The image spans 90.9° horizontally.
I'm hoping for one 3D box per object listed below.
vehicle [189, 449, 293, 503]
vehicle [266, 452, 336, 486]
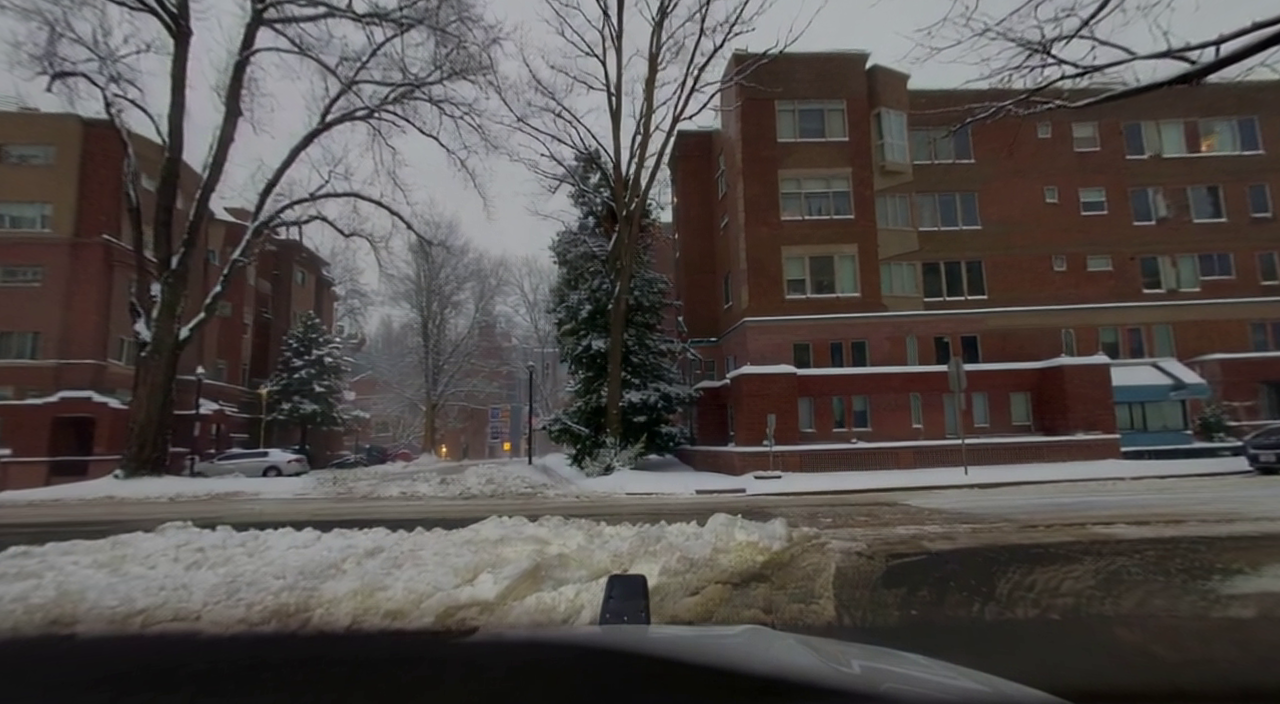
[{"bbox_3d":[-13.219,4.064,21.206,2.027,1.475,4.522,0,-8,-21],"label":"vehicle"},{"bbox_3d":[-16.321,5.630,30.591,1.941,1.442,4.384,2,-9,-15],"label":"vehicle"}]
